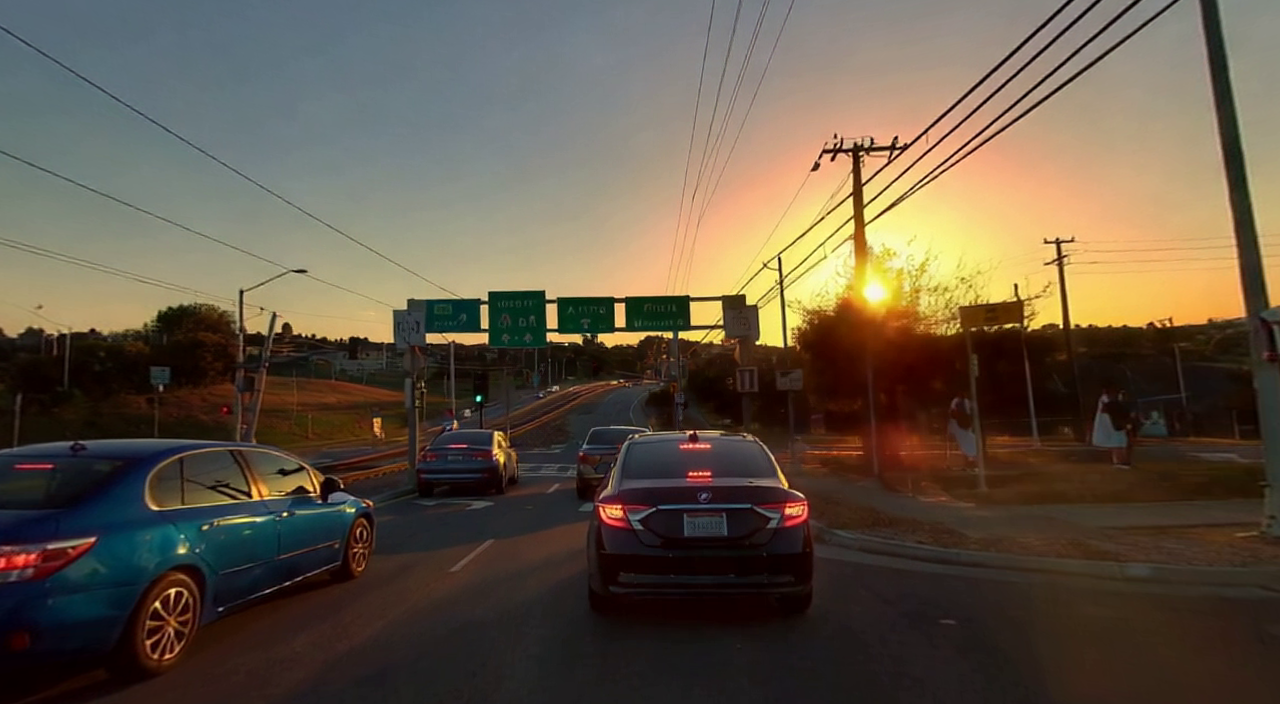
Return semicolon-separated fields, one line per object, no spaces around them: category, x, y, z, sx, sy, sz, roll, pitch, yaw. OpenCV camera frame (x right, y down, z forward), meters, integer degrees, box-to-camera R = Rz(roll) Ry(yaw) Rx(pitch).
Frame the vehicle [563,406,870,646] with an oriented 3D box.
vehicle;0.407;1.419;6.141;1.998;1.529;3.960;0;-9;-3

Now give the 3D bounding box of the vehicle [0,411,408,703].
vehicle;-3.706;1.345;5.140;1.956;1.468;4.585;0;-9;-1

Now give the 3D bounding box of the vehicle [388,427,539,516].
vehicle;-3.335;2.345;12.850;1.984;1.505;4.047;0;-9;-1

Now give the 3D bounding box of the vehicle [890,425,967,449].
vehicle;21.296;6.315;46.788;4.544;1.762;2.272;0;-9;1
